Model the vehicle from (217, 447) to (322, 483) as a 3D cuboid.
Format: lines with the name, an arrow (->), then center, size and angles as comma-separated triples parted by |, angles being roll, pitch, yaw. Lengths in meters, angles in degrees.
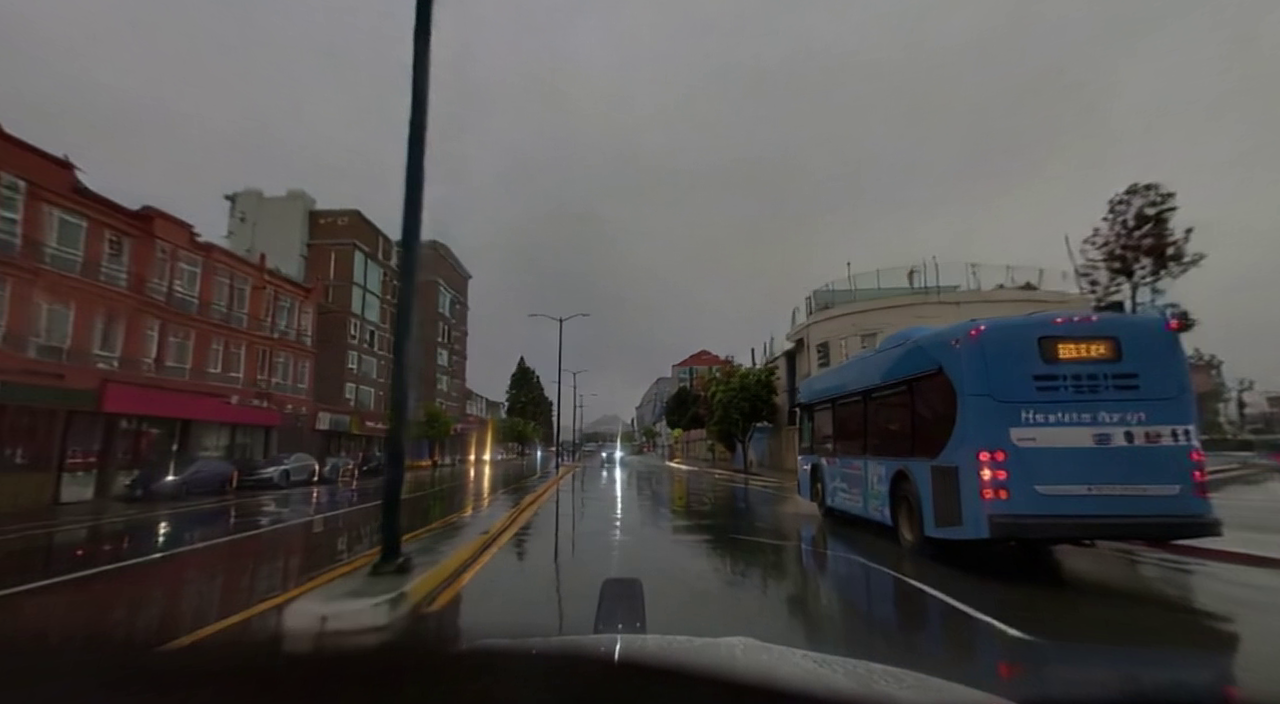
vehicle -> -19.776, 6.032, 33.872 | 4.392, 1.800, 1.902 | 0, -8, 1

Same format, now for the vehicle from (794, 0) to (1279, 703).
vehicle -> 4.187, 0.251, 4.244 | 3.194, 3.345, 12.428 | 0, -8, 0

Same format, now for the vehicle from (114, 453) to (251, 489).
vehicle -> -20.777, 5.412, 28.923 | 4.592, 1.474, 1.880 | 3, -9, -17

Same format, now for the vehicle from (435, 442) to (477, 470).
vehicle -> -14.138, 7.966, 48.811 | 2.084, 2.027, 4.557 | 0, -8, -3
